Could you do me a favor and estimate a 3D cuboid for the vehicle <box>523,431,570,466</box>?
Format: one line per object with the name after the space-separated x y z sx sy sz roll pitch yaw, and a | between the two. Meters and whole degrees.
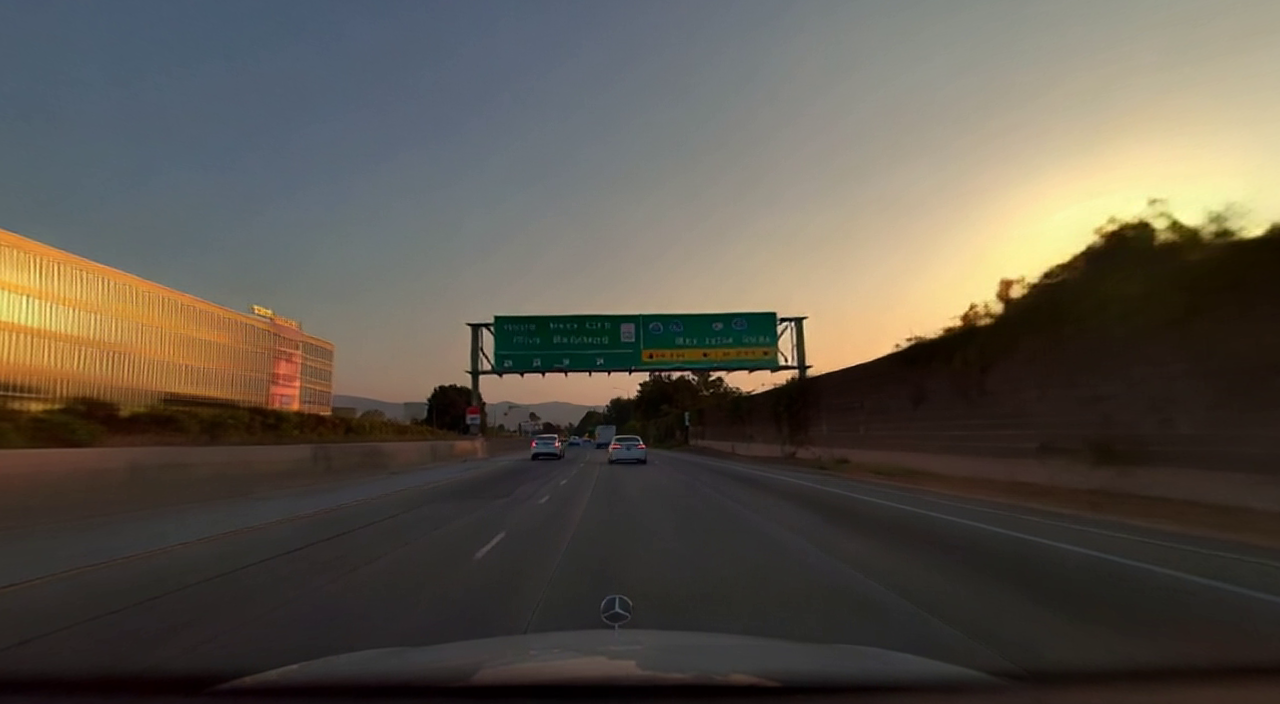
-4.957 5.147 33.803 2.080 1.733 4.410 0 -8 -3 | vehicle

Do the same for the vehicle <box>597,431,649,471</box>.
-0.815 4.289 27.510 2.078 1.608 3.982 0 -8 -4 | vehicle
